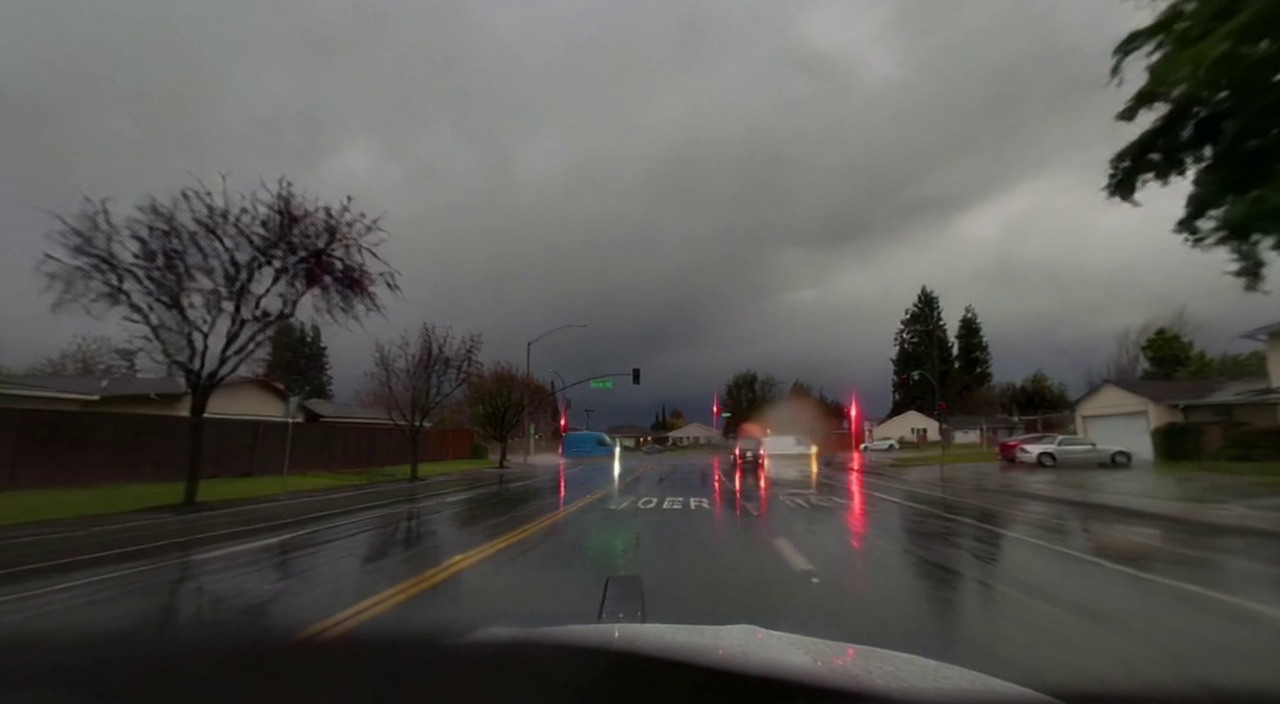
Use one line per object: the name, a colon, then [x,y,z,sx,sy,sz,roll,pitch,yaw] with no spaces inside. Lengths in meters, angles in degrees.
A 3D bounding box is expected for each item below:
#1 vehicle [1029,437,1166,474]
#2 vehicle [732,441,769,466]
vehicle: [18.814,4.262,26.168,4.104,1.449,1.896,-1,-9,5]
vehicle: [7.112,6.592,41.146,1.947,1.485,4.336,-1,-9,5]
